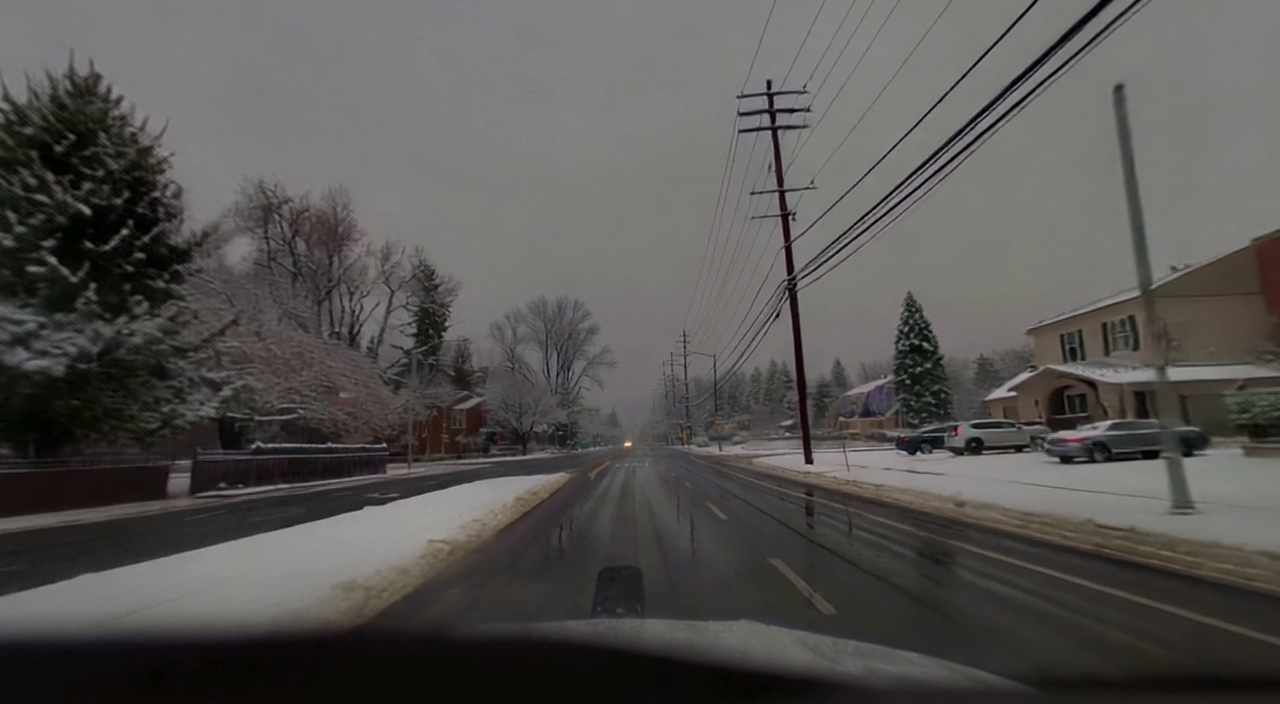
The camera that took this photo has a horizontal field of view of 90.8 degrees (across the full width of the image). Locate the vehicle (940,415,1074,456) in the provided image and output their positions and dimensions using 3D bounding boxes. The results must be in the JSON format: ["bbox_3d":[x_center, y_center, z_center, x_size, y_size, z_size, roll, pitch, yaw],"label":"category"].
[{"bbox_3d":[16.808,3.866,29.133,4.833,1.786,2.136,0,-8,-1],"label":"vehicle"}]

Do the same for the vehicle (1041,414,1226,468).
[{"bbox_3d":[16.680,3.033,21.551,4.560,1.725,2.096,0,-8,-2],"label":"vehicle"}]
